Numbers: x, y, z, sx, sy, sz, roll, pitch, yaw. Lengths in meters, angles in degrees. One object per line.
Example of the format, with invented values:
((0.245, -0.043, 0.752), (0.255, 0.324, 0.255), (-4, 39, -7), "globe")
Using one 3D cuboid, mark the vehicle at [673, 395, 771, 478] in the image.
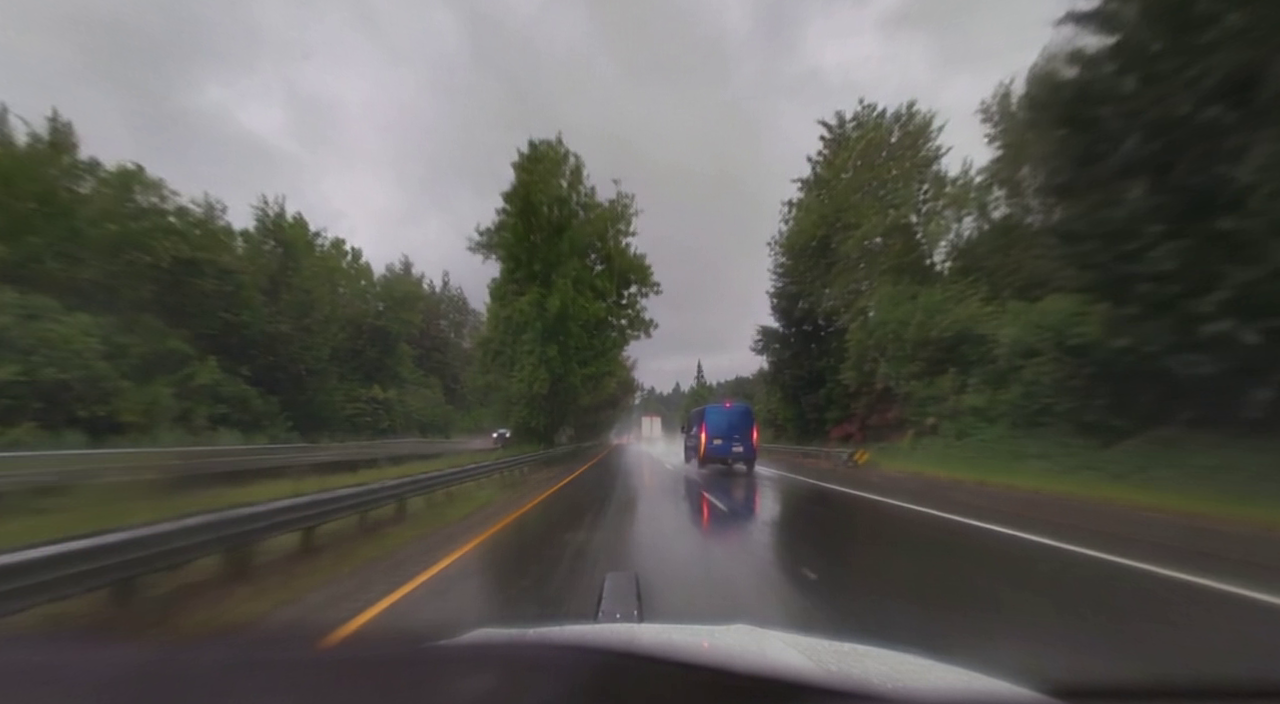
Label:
((2.723, 3.072, 22.927), (2.570, 2.596, 6.082), (0, -8, -2), "vehicle")
